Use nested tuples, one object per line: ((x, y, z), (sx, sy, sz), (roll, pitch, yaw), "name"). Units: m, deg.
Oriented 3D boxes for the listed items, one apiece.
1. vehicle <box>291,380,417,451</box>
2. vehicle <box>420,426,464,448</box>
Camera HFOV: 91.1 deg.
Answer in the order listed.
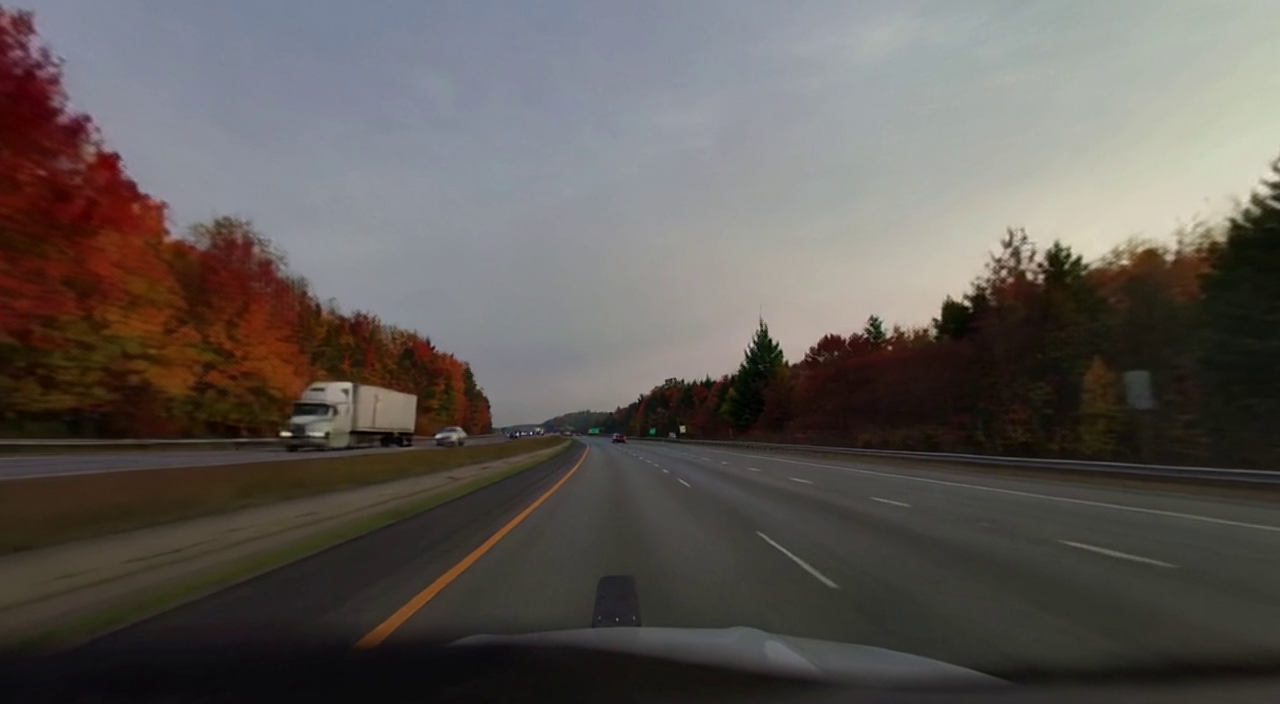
((-19.140, 4.637, 43.665), (2.967, 4.106, 14.224), (0, -8, -4), "vehicle")
((-14.833, 6.386, 47.386), (1.926, 1.561, 4.710), (0, -8, -2), "vehicle")
